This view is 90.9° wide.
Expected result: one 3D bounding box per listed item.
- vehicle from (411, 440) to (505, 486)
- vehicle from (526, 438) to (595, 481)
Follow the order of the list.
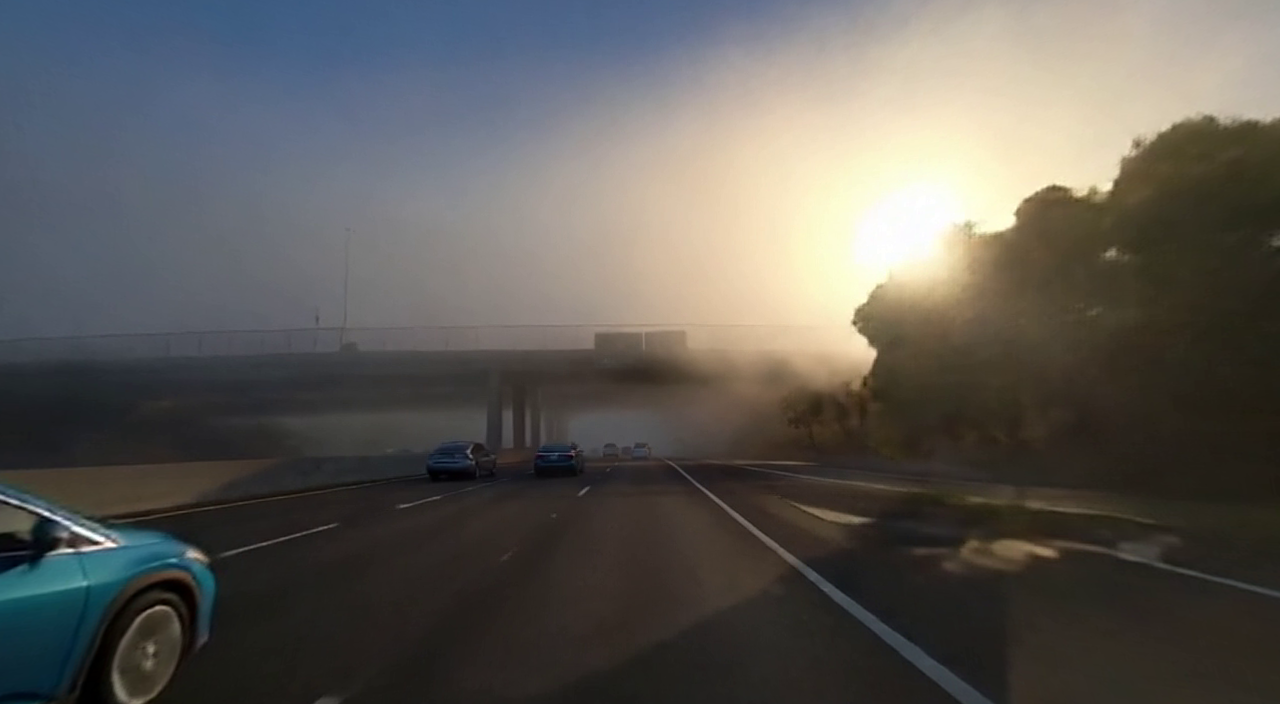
[{"bbox_3d":[-6.776,4.181,24.135,2.069,1.551,4.830,0,-9,1],"label":"vehicle"},{"bbox_3d":[-3.223,4.484,26.613,2.210,1.628,4.586,-1,-9,2],"label":"vehicle"}]
